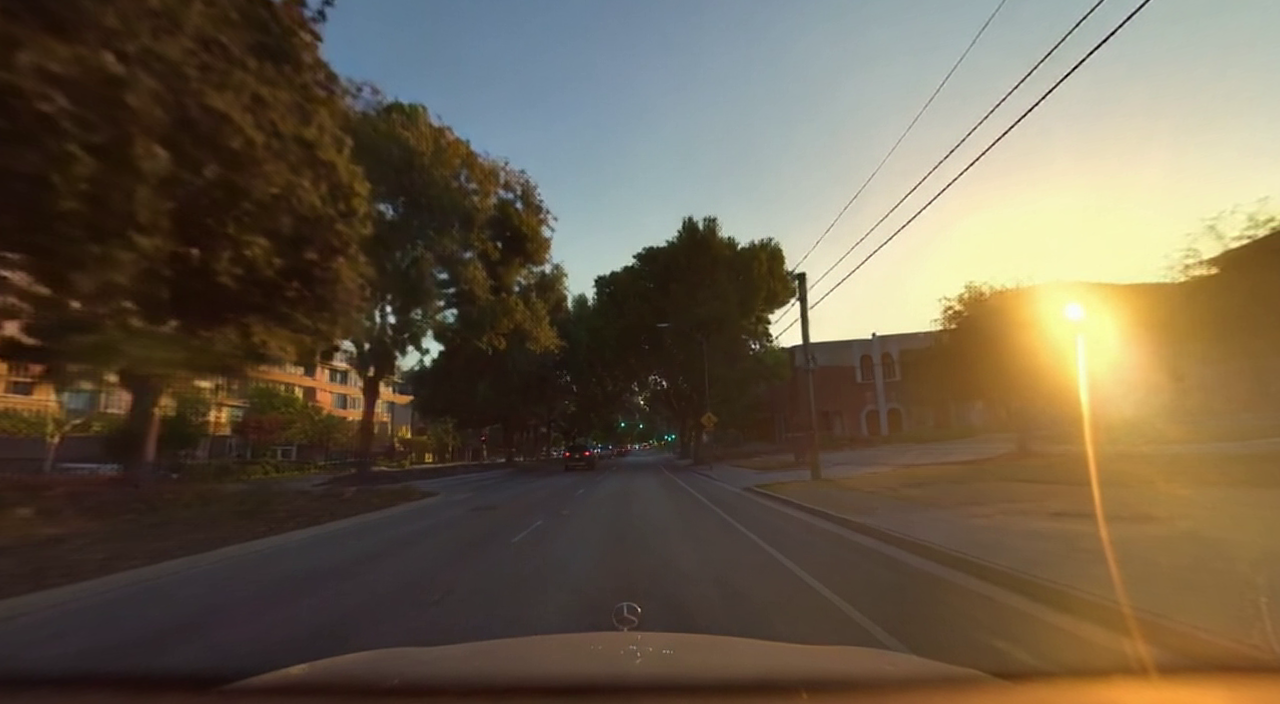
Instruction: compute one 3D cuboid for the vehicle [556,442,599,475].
[{"bbox_3d":[-3.508,6.042,36.023,1.959,1.741,4.141,0,-8,1],"label":"vehicle"}]
